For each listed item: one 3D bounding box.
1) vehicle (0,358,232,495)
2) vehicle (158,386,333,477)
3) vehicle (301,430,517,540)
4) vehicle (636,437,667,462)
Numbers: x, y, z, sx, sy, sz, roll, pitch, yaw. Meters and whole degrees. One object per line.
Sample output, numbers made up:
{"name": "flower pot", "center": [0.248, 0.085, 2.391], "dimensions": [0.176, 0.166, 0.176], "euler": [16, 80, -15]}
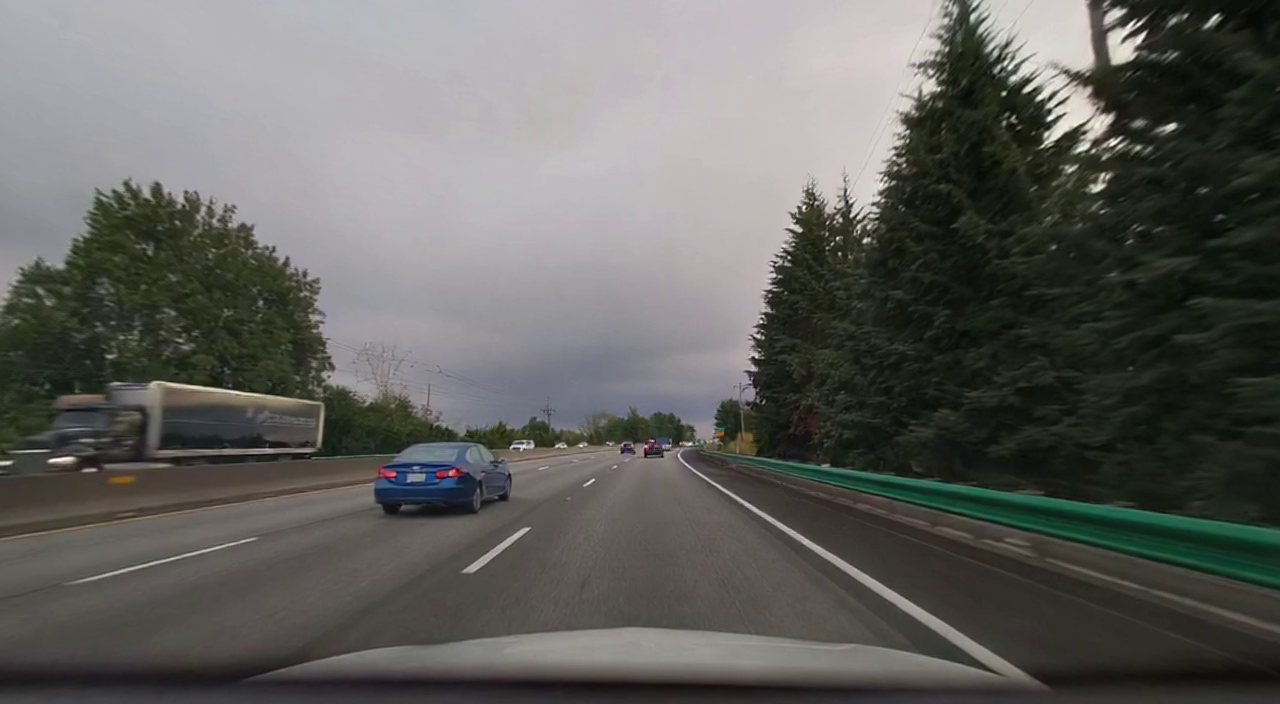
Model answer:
{"name": "vehicle", "center": [-19.682, 2.784, 22.492], "dimensions": [3.028, 3.896, 10.375], "euler": [0, -8, 1]}
{"name": "vehicle", "center": [-19.512, 4.114, 32.097], "dimensions": [3.271, 4.022, 8.274], "euler": [0, -8, 1]}
{"name": "vehicle", "center": [-3.656, 2.173, 11.035], "dimensions": [2.021, 1.515, 4.453], "euler": [0, -8, 1]}
{"name": "vehicle", "center": [0.924, 7.275, 47.103], "dimensions": [2.176, 1.725, 4.182], "euler": [0, -8, 2]}
